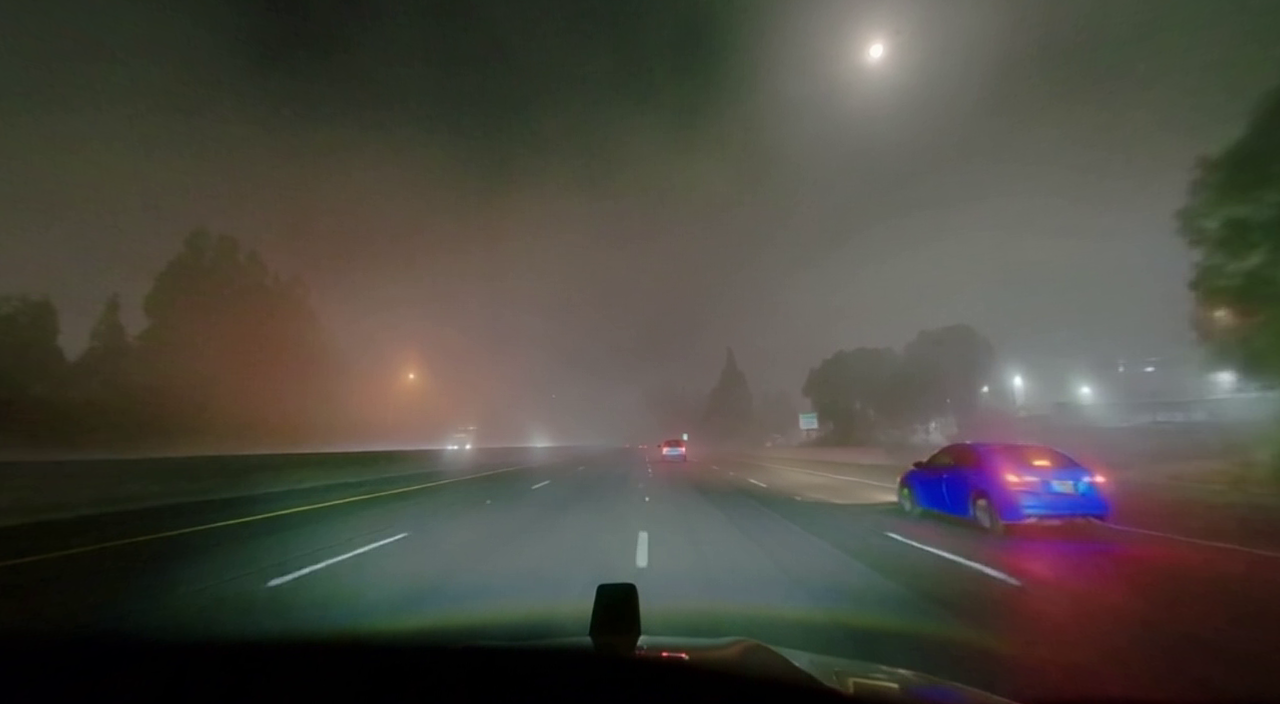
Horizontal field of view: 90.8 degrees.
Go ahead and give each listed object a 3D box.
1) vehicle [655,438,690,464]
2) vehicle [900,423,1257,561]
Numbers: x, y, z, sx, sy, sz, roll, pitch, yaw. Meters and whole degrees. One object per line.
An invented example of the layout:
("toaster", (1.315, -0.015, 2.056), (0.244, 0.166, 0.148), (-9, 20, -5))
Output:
("vehicle", (2.226, 6.862, 44.027), (2.127, 1.692, 4.382), (0, -9, -1))
("vehicle", (5.889, 1.931, 9.470), (2.029, 1.528, 4.644), (0, -9, 0))
